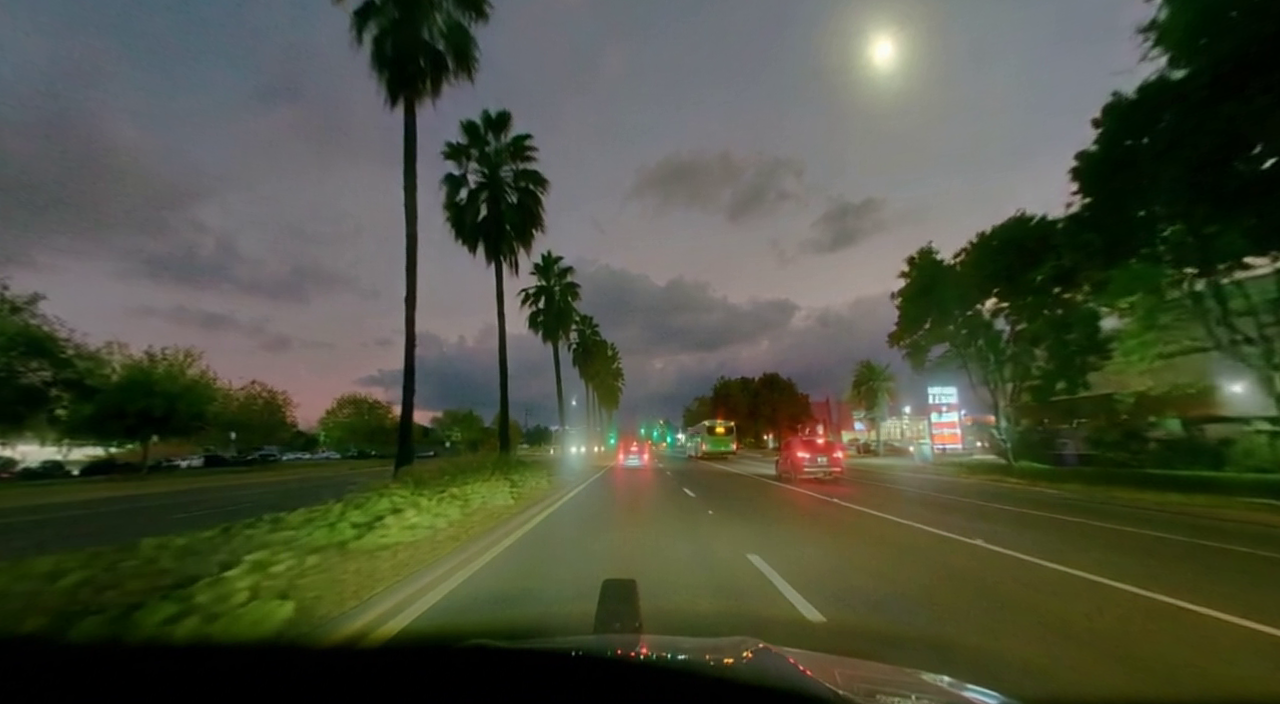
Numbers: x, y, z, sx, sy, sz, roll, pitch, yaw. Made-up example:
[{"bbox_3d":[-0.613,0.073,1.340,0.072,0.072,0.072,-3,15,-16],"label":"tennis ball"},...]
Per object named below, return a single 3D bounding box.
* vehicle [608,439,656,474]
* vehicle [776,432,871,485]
[{"bbox_3d":[-0.342,4.847,29.394,2.065,1.477,4.306,0,-9,1],"label":"vehicle"},{"bbox_3d":[6.314,3.715,22.304,2.031,1.670,4.154,0,-9,-1],"label":"vehicle"}]
